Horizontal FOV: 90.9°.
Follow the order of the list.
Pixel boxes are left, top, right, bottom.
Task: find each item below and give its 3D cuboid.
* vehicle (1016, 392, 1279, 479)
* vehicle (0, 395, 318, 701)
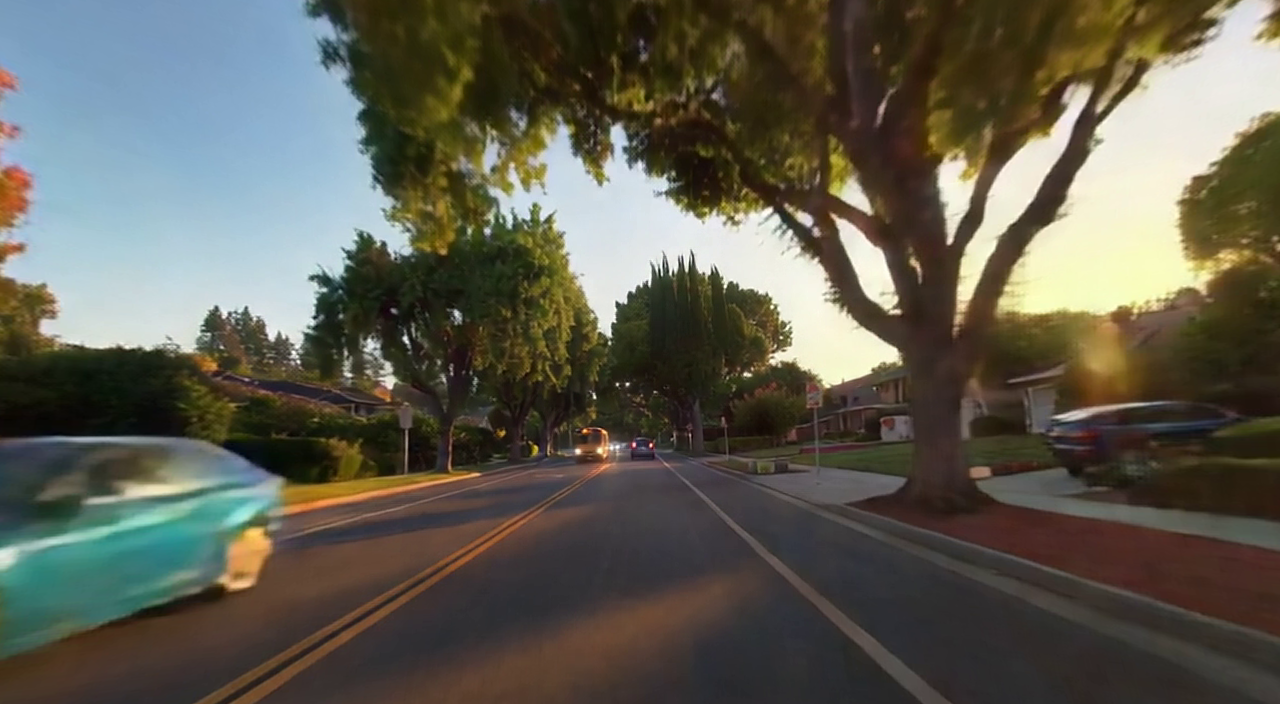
[{"bbox_3d":[12.097,2.014,15.146,4.693,1.929,2.093,0,-8,1],"label":"vehicle"},{"bbox_3d":[-4.489,1.272,4.398,2.102,1.620,4.575,-5,-8,0],"label":"vehicle"}]
